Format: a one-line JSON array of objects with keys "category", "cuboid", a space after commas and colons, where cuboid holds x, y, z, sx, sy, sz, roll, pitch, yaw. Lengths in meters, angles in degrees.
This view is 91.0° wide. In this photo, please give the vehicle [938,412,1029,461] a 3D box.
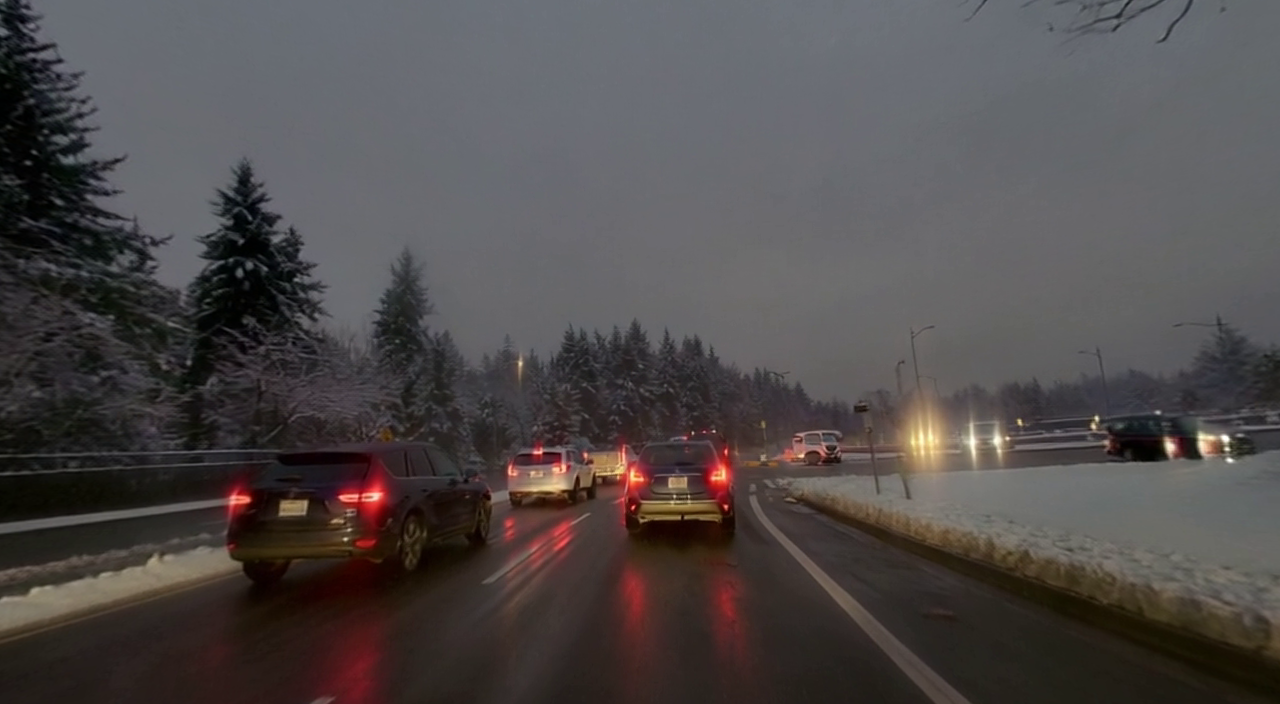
[{"category": "vehicle", "cuboid": [14.846, 3.761, 27.559, 2.288, 1.933, 4.612, -2, -9, 14]}]

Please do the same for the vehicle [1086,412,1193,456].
[{"category": "vehicle", "cuboid": [20.826, 3.461, 26.481, 1.902, 1.529, 3.937, -7, -9, 14]}]

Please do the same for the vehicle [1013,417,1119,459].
[{"category": "vehicle", "cuboid": [18.169, 3.737, 27.104, 1.803, 1.518, 3.893, -6, -9, 2]}]

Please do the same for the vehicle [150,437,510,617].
[{"category": "vehicle", "cuboid": [-3.131, 1.828, 7.592, 1.940, 1.502, 4.241, -1, -9, 4]}]

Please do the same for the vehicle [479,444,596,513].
[{"category": "vehicle", "cuboid": [-2.435, 3.139, 16.160, 1.870, 1.490, 4.187, -1, -9, 6]}]

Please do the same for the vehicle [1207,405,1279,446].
[{"category": "vehicle", "cuboid": [25.004, 3.003, 25.277, 1.641, 1.497, 3.568, -2, -9, 13]}]

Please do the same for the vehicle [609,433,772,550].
[{"category": "vehicle", "cuboid": [0.777, 2.172, 10.481, 2.142, 1.528, 4.133, -1, -9, 3]}]
